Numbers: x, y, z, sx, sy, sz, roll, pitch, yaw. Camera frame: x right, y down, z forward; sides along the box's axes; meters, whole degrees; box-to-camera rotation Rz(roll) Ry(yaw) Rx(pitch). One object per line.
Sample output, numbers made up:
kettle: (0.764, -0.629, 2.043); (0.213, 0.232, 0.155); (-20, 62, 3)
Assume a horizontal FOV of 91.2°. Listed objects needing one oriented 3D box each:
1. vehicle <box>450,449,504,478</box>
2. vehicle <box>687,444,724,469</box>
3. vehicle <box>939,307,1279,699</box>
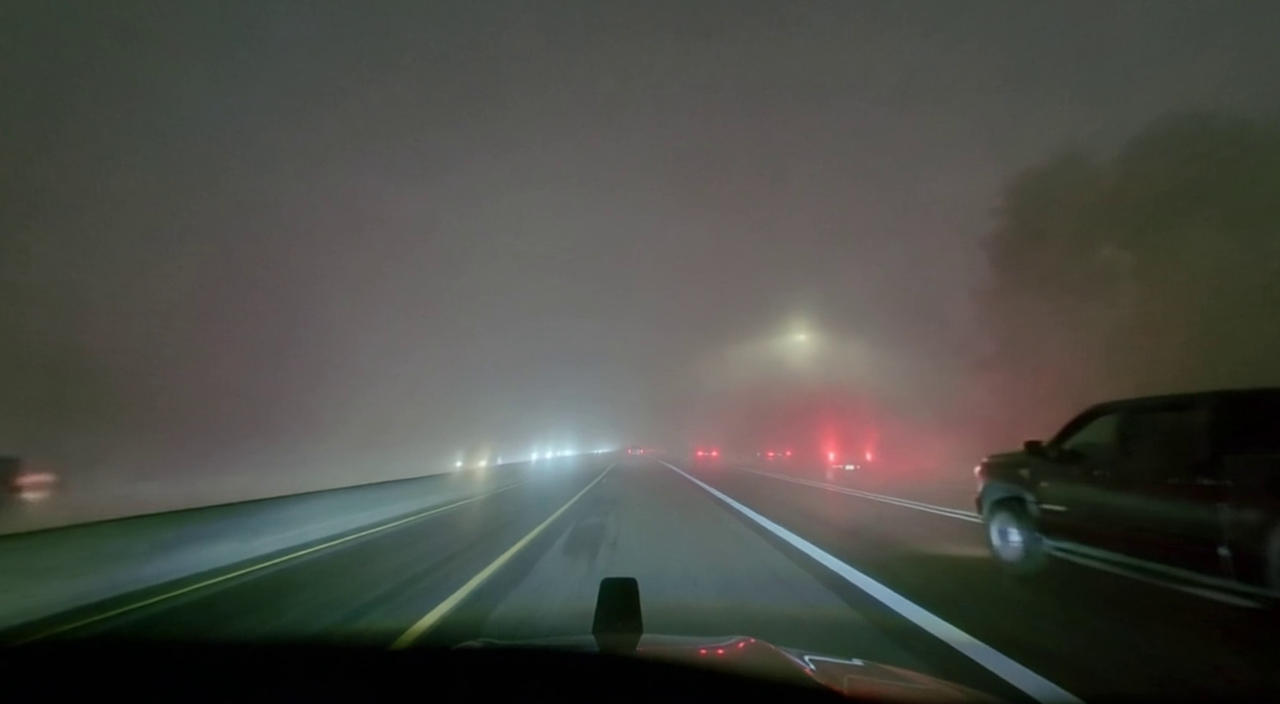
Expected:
vehicle: (-9.522, 6.535, 36.989); (1.941, 1.524, 4.584); (0, -9, 0)
vehicle: (4.113, 6.675, 39.997); (1.917, 1.488, 3.693); (0, -9, -1)
vehicle: (4.256, 0.876, 3.944); (2.177, 1.914, 5.245); (0, -9, 1)
